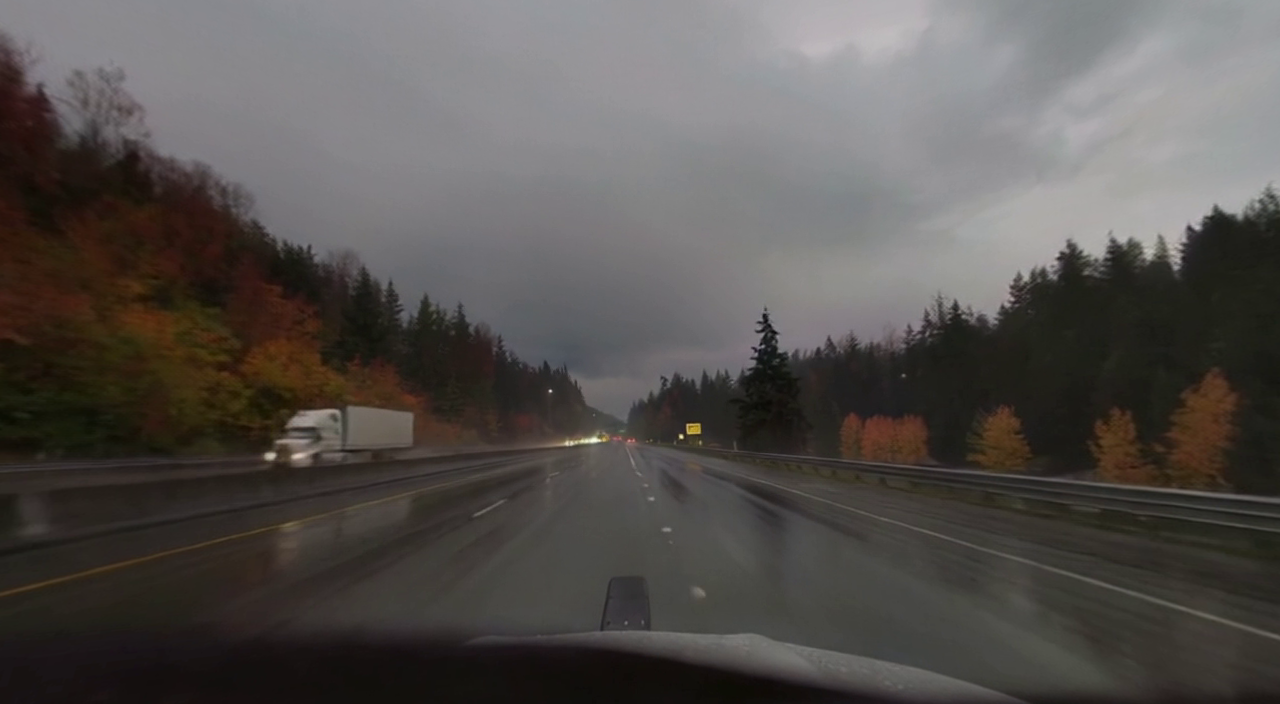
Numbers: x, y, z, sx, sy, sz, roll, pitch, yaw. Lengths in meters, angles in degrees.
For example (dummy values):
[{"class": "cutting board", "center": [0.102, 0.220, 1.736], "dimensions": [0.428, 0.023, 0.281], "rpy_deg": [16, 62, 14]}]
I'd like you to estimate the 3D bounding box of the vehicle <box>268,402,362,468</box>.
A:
[{"class": "vehicle", "center": [-21.731, 5.649, 42.534], "dimensions": [2.973, 4.092, 6.174], "rpy_deg": [0, -8, -1]}]
